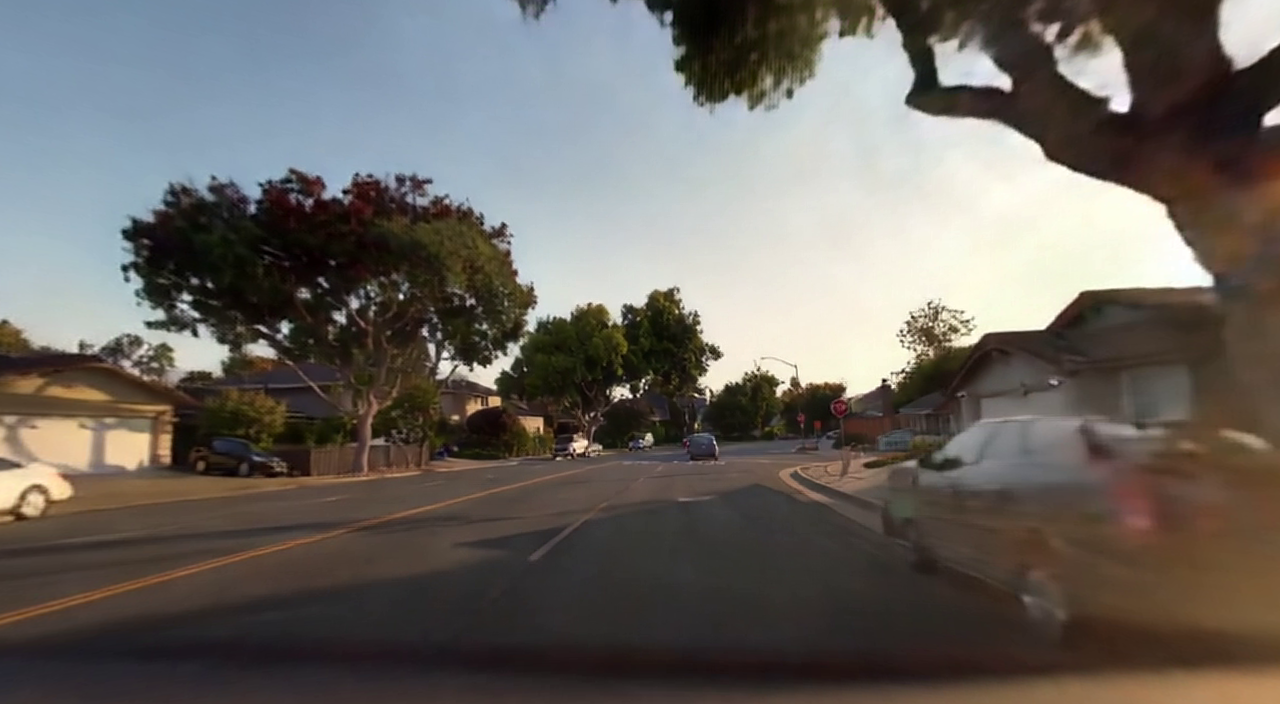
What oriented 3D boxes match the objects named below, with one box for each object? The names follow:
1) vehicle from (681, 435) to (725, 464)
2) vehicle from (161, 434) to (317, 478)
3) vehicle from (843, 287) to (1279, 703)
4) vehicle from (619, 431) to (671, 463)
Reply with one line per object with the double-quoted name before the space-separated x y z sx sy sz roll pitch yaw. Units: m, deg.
"vehicle" 3.463 5.206 33.816 1.955 1.459 4.383 -1 -8 11
"vehicle" -17.069 4.453 26.999 5.177 1.779 2.199 0 -8 1
"vehicle" 3.695 1.144 5.153 2.516 2.019 5.790 0 -8 4
"vehicle" 0.368 5.409 36.088 2.178 1.695 4.339 -2 -8 11
